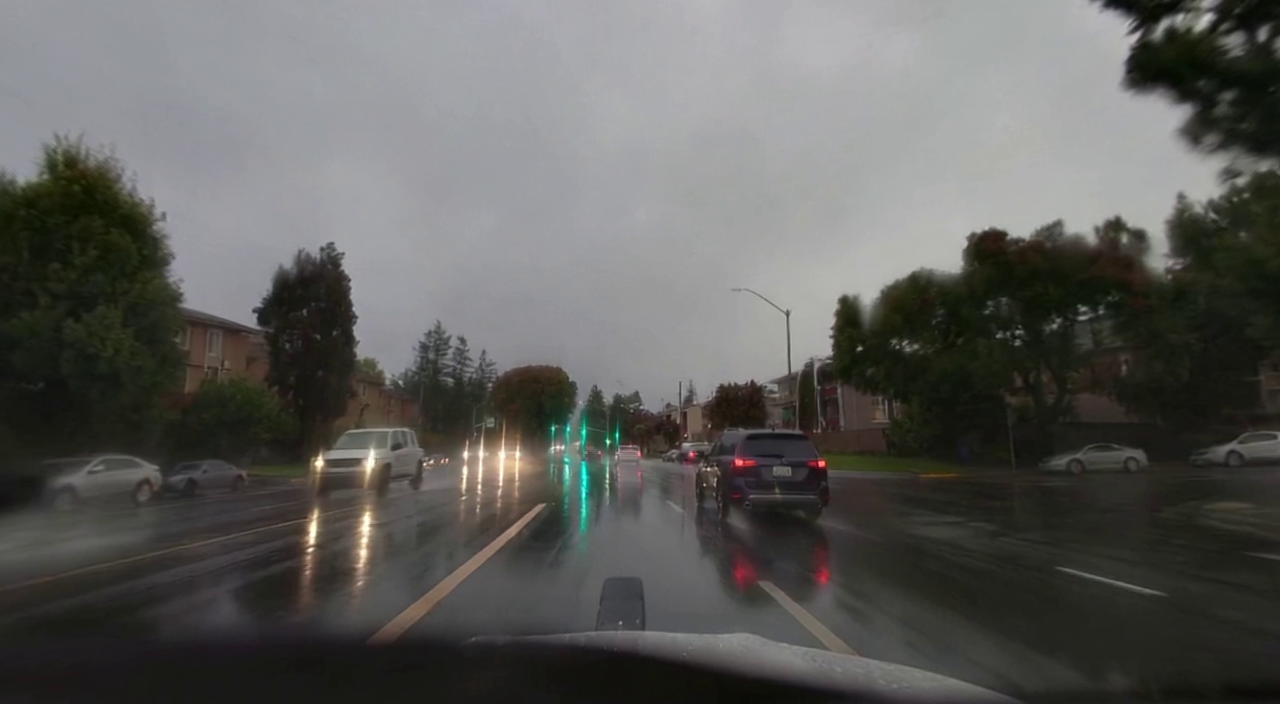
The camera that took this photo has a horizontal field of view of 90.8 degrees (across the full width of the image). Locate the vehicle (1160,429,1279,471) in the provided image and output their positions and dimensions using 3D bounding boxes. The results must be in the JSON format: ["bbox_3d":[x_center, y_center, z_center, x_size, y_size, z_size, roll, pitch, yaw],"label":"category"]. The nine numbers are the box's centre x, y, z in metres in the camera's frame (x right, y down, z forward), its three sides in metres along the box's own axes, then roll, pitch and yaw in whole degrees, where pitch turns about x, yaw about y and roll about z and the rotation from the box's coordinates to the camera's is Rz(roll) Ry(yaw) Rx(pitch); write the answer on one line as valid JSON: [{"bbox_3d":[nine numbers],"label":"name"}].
[{"bbox_3d":[26.722,4.381,28.358,4.844,1.806,2.020,-1,-9,2],"label":"vehicle"}]

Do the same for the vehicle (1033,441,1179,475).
[{"bbox_3d":[20.703,4.738,28.240,4.825,1.434,2.097,-1,-9,2],"label":"vehicle"}]

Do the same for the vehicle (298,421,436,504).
[{"bbox_3d":[-8.535,3.492,20.423,2.440,2.323,4.874,0,-9,-3],"label":"vehicle"}]

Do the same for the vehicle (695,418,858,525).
[{"bbox_3d":[2.483,2.323,12.844,2.085,1.763,4.490,0,-9,-3],"label":"vehicle"}]

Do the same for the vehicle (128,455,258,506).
[{"bbox_3d":[-18.071,5.171,25.917,2.078,1.612,4.798,-1,-7,-4],"label":"vehicle"}]

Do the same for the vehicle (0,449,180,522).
[{"bbox_3d":[-17.980,4.147,20.405,2.165,1.964,5.675,0,-8,-3],"label":"vehicle"}]
